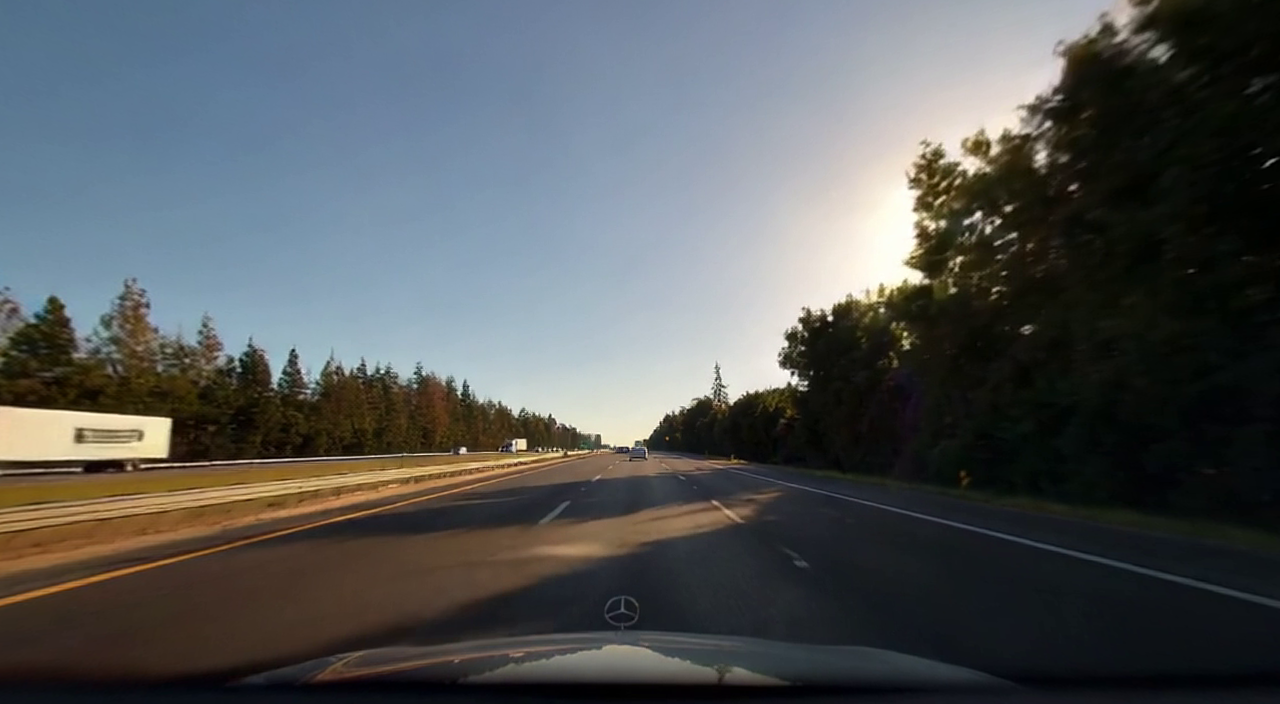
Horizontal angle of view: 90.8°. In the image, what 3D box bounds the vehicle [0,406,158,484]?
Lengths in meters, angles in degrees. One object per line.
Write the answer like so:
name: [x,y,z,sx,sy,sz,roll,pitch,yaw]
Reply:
vehicle: [-36.174,5.604,37.799,2.916,4.200,15.256,0,-9,-1]
